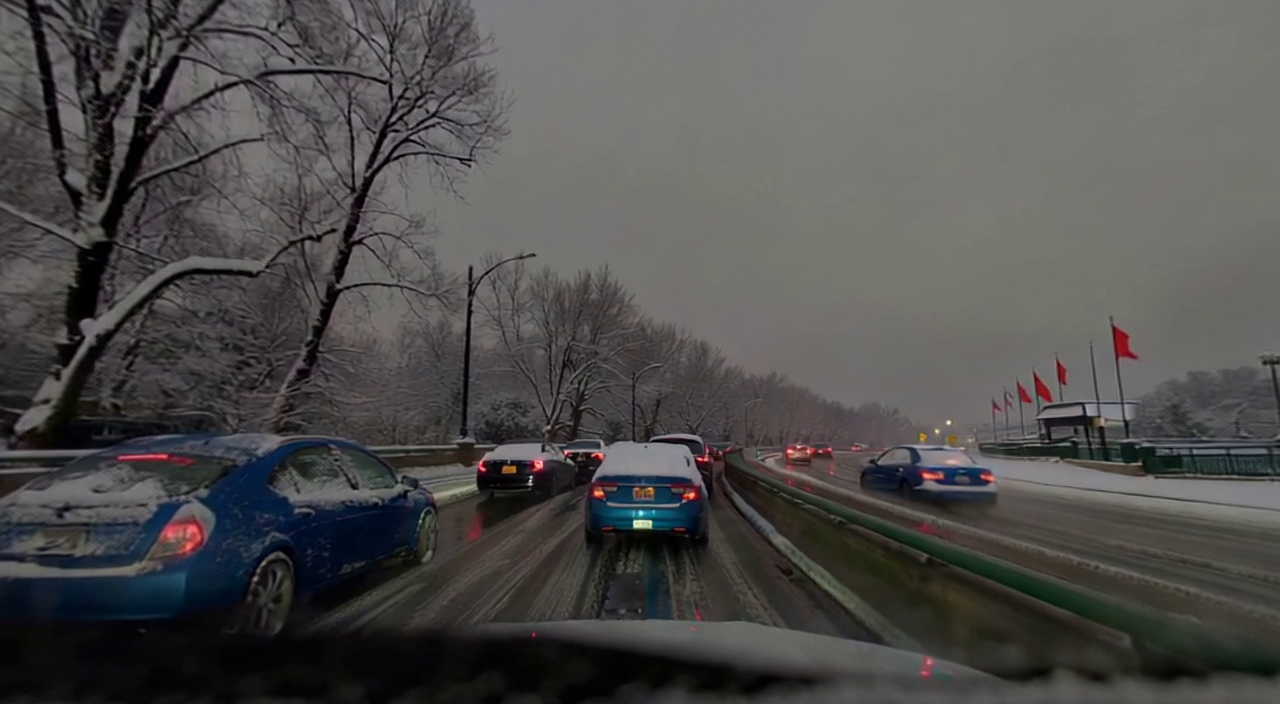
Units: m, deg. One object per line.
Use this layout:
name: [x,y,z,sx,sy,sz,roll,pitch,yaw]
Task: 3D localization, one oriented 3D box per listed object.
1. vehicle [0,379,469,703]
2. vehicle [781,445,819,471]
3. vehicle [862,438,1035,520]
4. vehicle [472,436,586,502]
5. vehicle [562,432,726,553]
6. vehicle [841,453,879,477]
vehicle: [-3.108,1.270,5.189,1.988,1.635,4.260,0,-9,3]
vehicle: [10.178,6.754,40.268,1.944,1.544,4.301,-1,-9,9]
vehicle: [7.058,2.917,15.069,2.011,1.610,4.568,0,-9,3]
vehicle: [-2.874,3.169,17.459,1.974,1.549,4.603,0,-9,5]
vehicle: [0.188,2.119,10.246,2.090,1.506,4.276,0,-9,4]
vehicle: [14.709,7.529,42.246,1.749,1.481,3.808,-1,-9,10]
